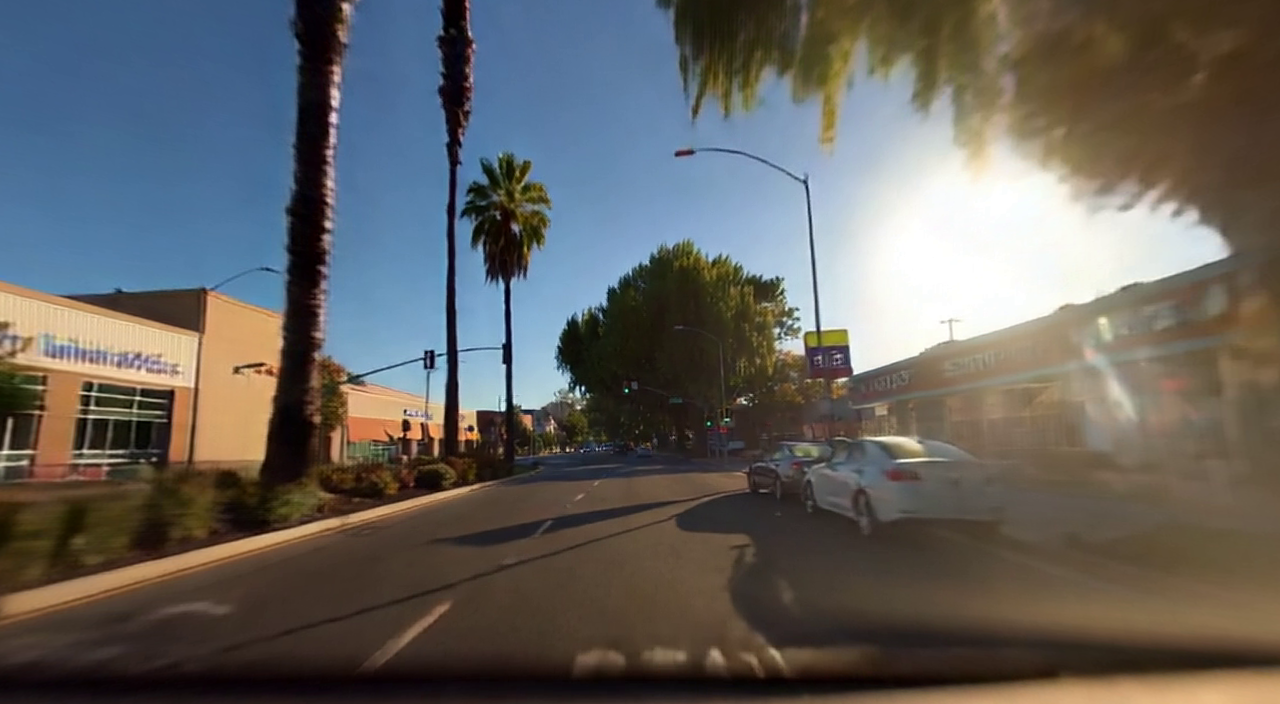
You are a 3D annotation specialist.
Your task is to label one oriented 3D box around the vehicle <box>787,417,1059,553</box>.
[{"bbox_3d":[4.077,2.012,10.179,2.089,1.652,4.668,1,-9,-2],"label":"vehicle"}]
